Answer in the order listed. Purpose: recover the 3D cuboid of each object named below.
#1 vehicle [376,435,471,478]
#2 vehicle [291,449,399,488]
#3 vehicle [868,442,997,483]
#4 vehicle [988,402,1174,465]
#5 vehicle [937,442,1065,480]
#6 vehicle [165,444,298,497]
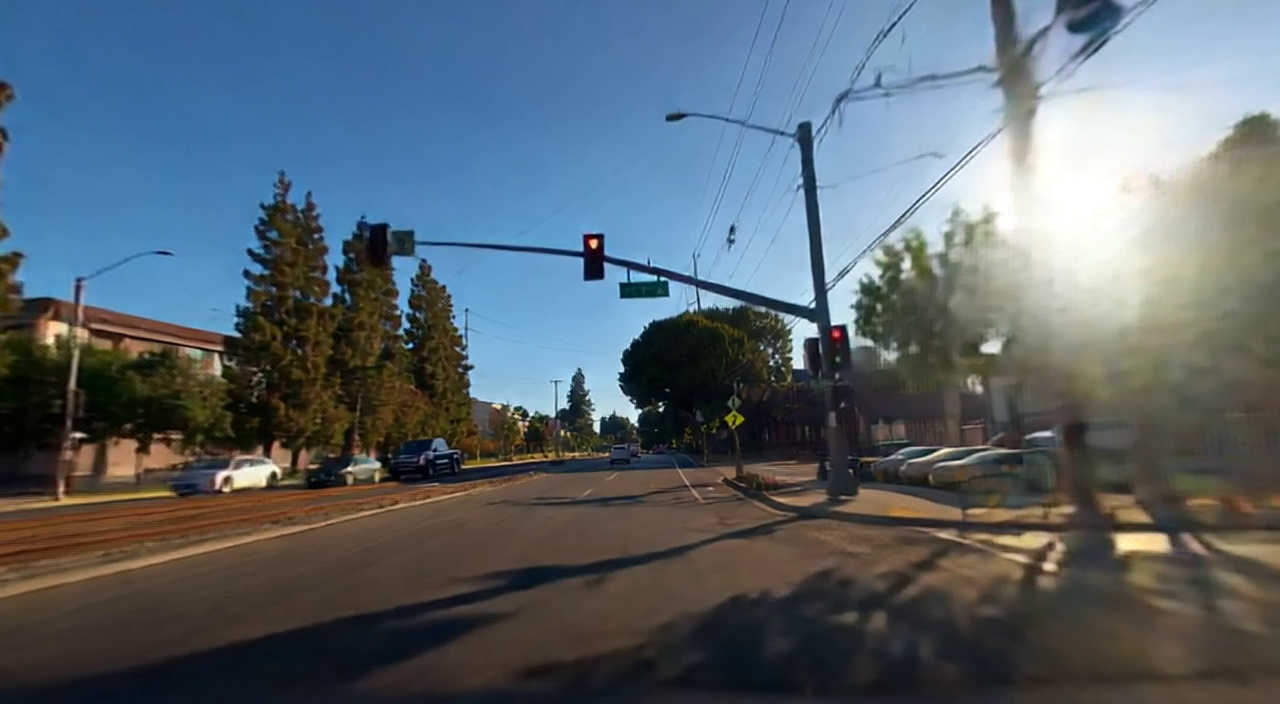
[{"bbox_3d":[-12.310,5.990,36.523,2.798,2.249,6.296,-1,-9,6],"label":"vehicle"},{"bbox_3d":[-12.652,5.003,27.450,2.090,1.519,4.919,-1,-9,3],"label":"vehicle"},{"bbox_3d":[12.283,4.621,26.852,1.897,1.532,4.694,4,-9,-28],"label":"vehicle"},{"bbox_3d":[18.393,3.500,26.707,2.609,2.332,5.734,4,-10,-27],"label":"vehicle"},{"bbox_3d":[15.383,4.611,27.108,1.994,1.453,4.249,3,-9,-28],"label":"vehicle"},{"bbox_3d":[-16.156,4.668,25.290,2.112,1.880,4.479,-1,-9,4],"label":"vehicle"}]
